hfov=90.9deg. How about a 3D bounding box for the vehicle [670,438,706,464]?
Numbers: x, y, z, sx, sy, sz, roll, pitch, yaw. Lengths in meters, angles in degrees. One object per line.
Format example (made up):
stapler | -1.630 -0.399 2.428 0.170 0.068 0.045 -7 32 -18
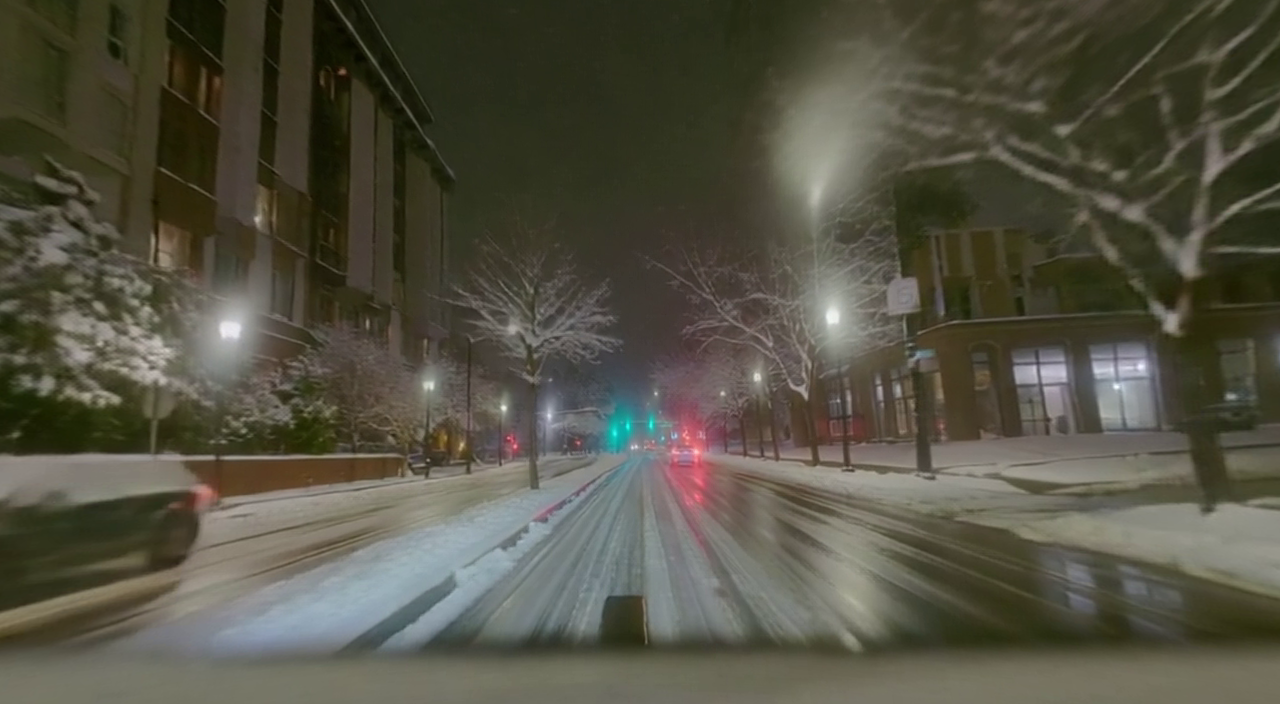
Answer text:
vehicle | 3.236 6.742 43.031 2.129 1.719 4.205 0 -8 0

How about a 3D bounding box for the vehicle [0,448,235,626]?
vehicle | -7.305 2.007 7.370 2.031 1.723 4.566 0 -9 1
